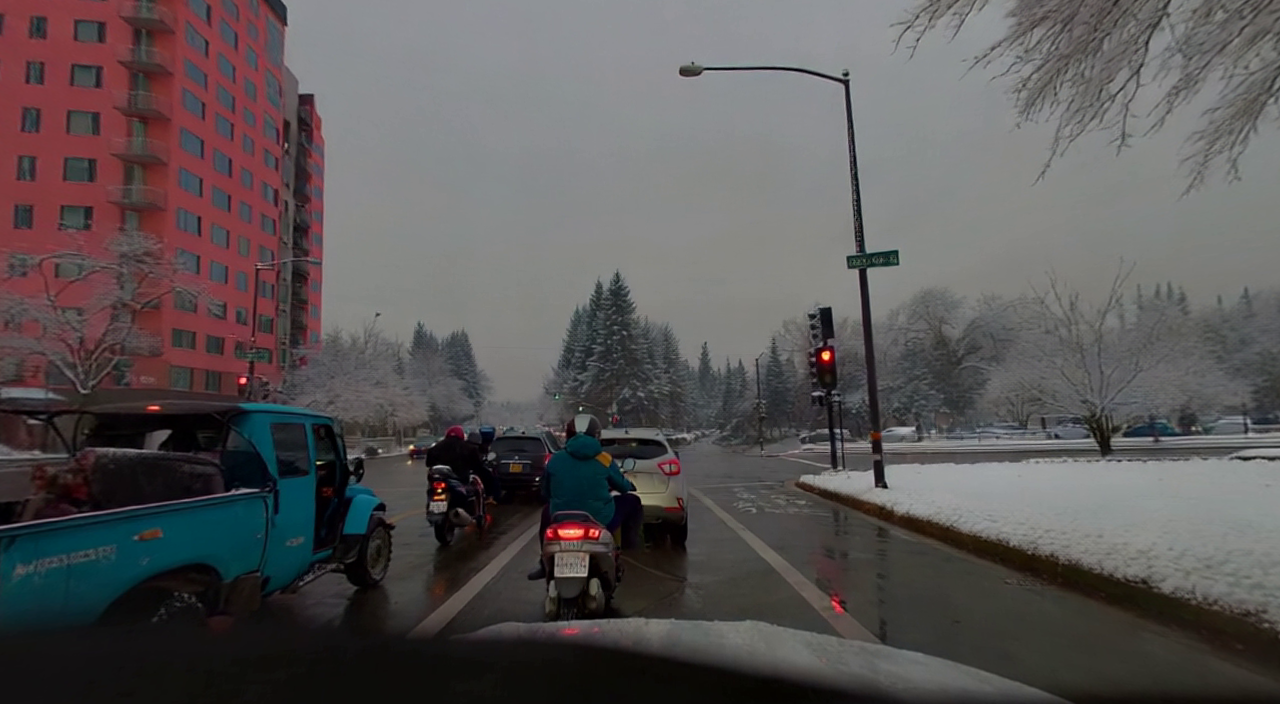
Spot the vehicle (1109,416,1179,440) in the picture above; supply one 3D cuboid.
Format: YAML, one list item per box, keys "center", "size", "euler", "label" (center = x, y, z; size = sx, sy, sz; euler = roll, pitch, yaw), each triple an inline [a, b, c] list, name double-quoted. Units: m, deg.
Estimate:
- center: [37.052, 5.611, 46.378]
  size: [1.716, 1.543, 3.682]
  euler: [8, -12, -41]
  label: "vehicle"

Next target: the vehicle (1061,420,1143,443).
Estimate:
- center: [30.826, 5.334, 42.113]
  size: [1.751, 1.420, 4.027]
  euler: [8, -12, -43]
  label: "vehicle"

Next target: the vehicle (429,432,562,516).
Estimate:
- center: [-3.098, 2.711, 14.451]
  size: [1.935, 1.615, 4.073]
  euler: [-1, -9, 2]
  label: "vehicle"

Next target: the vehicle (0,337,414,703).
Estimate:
- center: [-3.582, 1.169, 4.626]
  size: [2.000, 1.809, 4.855]
  euler: [0, -9, 1]
  label: "vehicle"

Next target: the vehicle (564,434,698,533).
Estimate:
- center: [-0.099, 2.302, 11.622]
  size: [2.025, 1.458, 4.085]
  euler: [-1, -9, 1]
  label: "vehicle"
